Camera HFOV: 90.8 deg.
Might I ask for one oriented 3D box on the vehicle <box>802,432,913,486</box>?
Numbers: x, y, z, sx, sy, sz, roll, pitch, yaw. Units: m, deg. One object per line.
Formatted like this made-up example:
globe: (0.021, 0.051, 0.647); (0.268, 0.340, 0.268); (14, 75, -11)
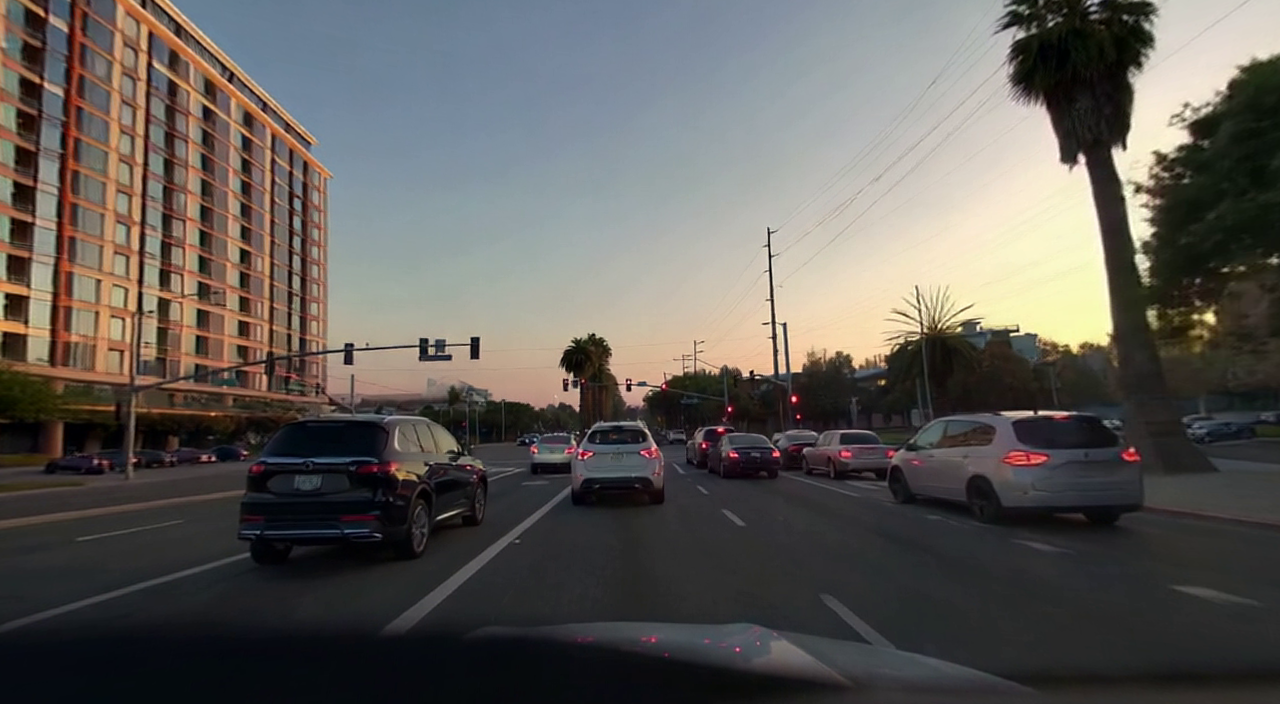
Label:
vehicle: (6.518, 3.266, 19.516); (1.764, 1.451, 4.300); (0, -9, -2)

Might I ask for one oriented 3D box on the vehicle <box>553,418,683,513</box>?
vehicle: (-0.438, 2.334, 13.417); (2.302, 1.681, 4.217); (0, -9, -1)

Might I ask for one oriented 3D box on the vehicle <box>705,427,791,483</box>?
vehicle: (3.322, 3.273, 20.310); (1.975, 1.598, 4.025); (0, -9, -1)

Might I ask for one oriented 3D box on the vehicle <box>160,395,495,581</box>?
vehicle: (-3.518, 1.634, 8.346); (2.136, 1.779, 4.417); (0, -9, 0)

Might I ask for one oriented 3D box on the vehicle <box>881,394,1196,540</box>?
vehicle: (6.490, 1.970, 11.371); (2.130, 1.979, 5.310); (0, -9, -1)

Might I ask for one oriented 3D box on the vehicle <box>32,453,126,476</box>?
vehicle: (-42.485, 8.527, 47.956); (4.867, 1.689, 1.971); (1, -9, -8)
